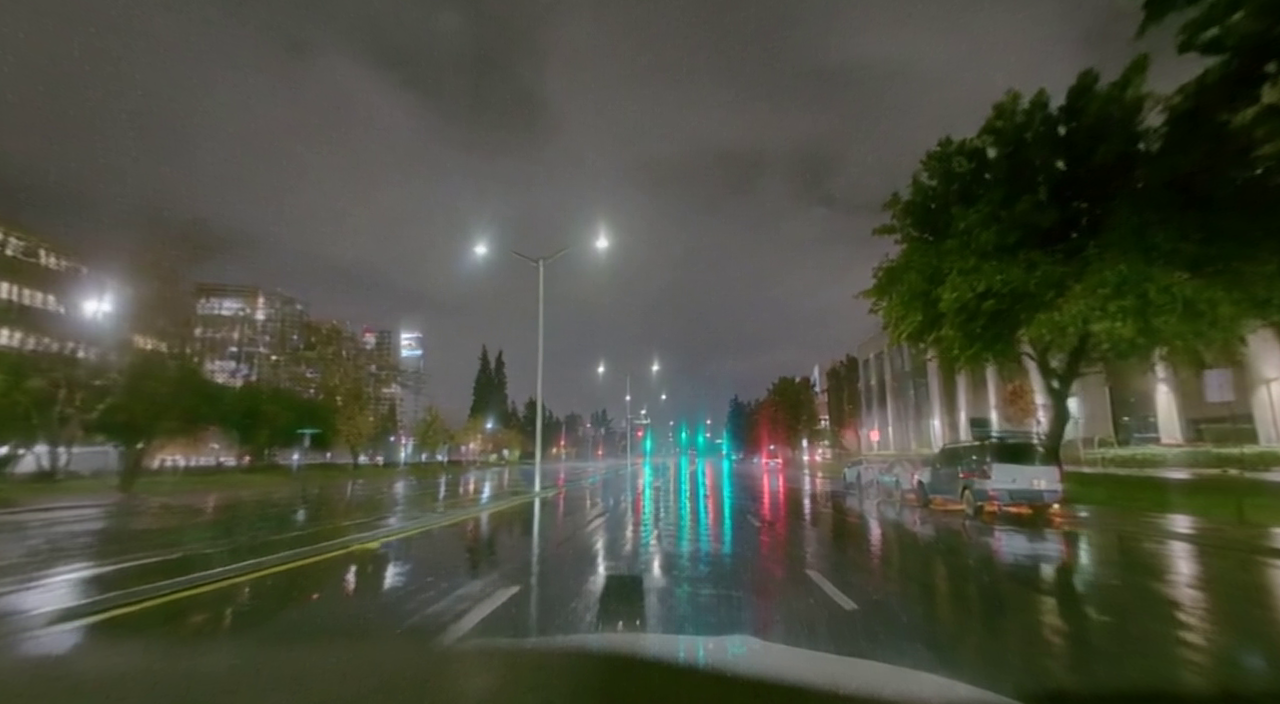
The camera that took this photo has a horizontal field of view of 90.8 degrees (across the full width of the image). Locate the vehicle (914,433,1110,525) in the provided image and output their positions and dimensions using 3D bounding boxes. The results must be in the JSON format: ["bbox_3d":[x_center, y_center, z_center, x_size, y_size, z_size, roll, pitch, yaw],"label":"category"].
[{"bbox_3d":[8.668,2.944,15.342,2.152,1.869,4.476,0,-8,2],"label":"vehicle"}]

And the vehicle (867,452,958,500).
[{"bbox_3d":[9.347,4.245,22.017,1.714,1.439,4.020,-1,-8,6],"label":"vehicle"}]
